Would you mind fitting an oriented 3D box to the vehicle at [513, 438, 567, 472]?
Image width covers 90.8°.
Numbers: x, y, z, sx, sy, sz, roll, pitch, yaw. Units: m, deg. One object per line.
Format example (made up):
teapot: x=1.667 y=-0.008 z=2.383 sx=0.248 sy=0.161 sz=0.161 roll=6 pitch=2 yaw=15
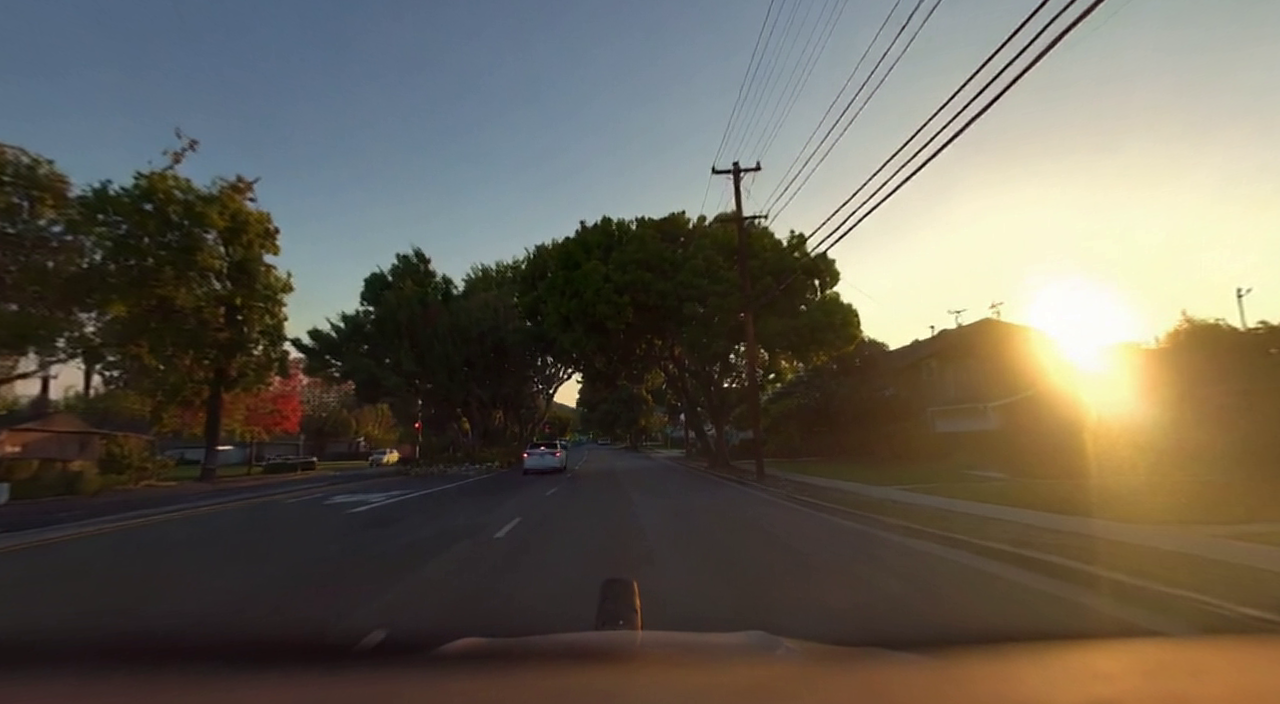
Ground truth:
vehicle: x=-4.665 y=4.849 z=30.051 sx=2.041 sy=1.471 sz=4.602 roll=0 pitch=-8 yaw=-3
